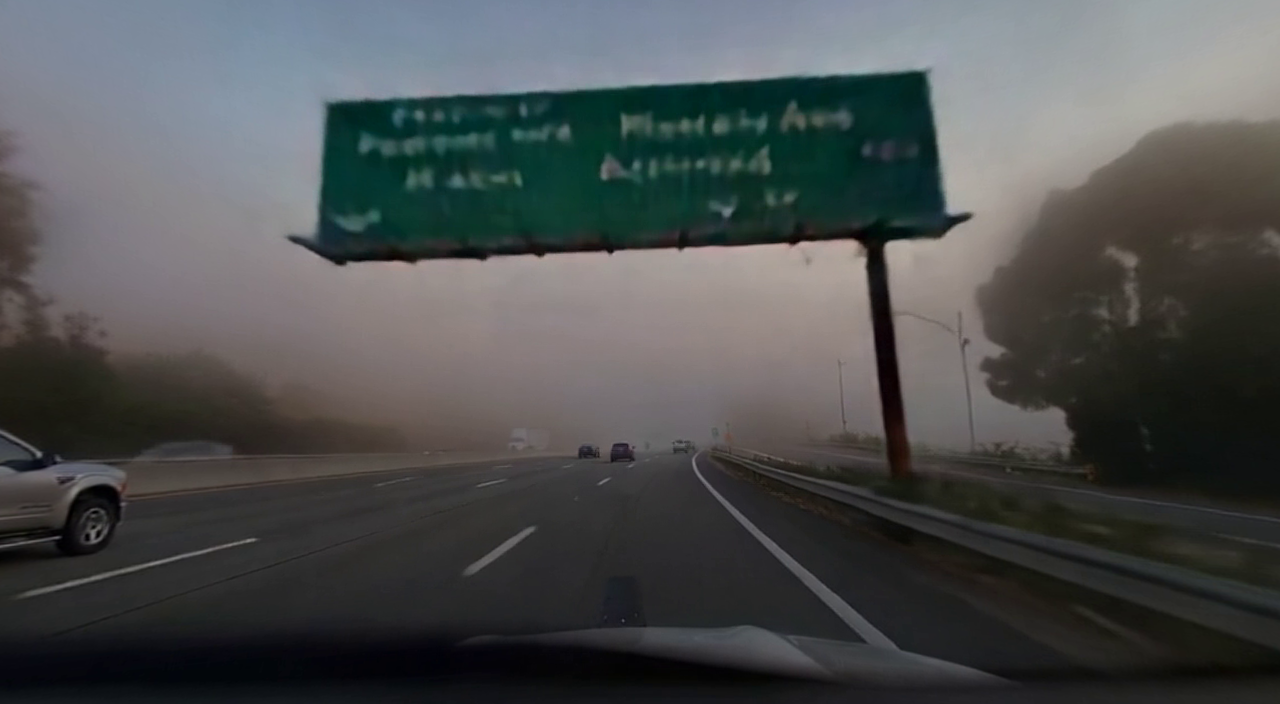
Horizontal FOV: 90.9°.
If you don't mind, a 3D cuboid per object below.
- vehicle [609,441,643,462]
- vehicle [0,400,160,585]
[{"bbox_3d":[-1.015,7.557,48.126,2.112,1.489,4.266,-1,-8,5],"label":"vehicle"},{"bbox_3d":[-6.686,1.157,4.971,1.923,1.630,4.857,0,-8,1],"label":"vehicle"}]
